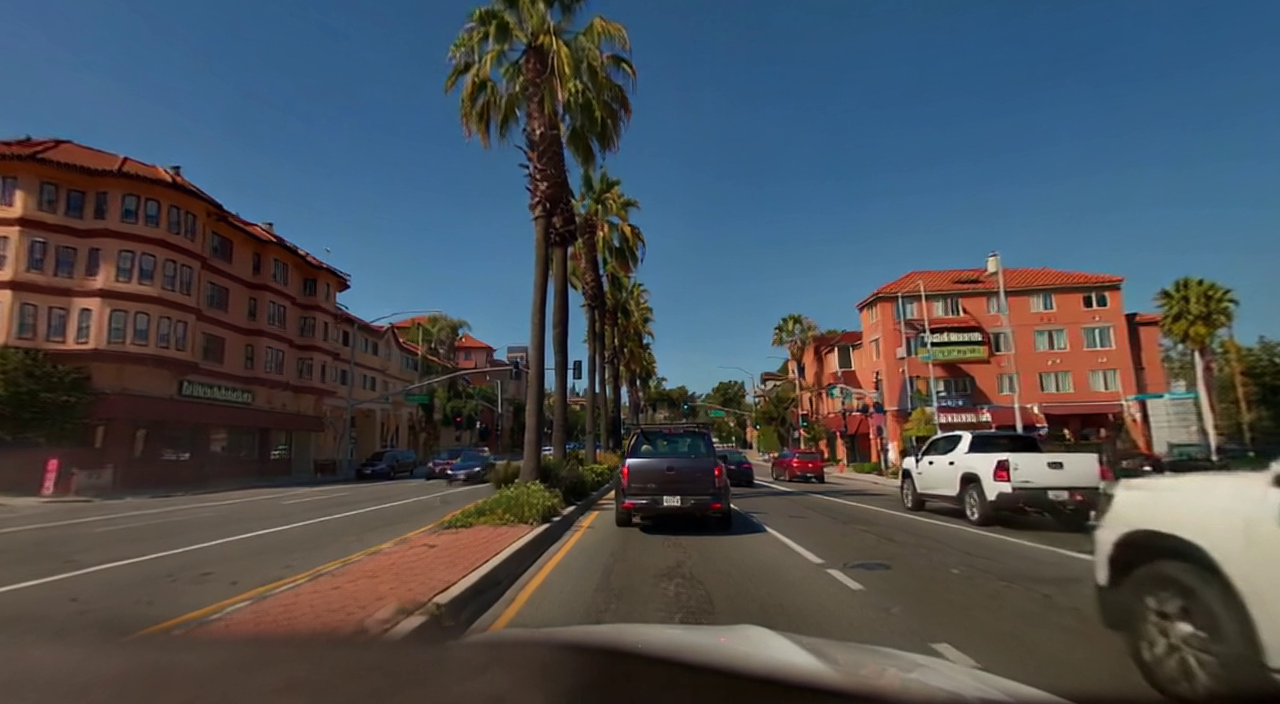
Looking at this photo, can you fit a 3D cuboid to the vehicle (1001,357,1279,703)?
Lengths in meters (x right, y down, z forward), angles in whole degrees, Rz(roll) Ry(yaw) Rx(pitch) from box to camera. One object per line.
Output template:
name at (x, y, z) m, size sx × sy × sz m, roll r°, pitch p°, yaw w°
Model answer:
vehicle at (4.022, 0.847, 2.509) m, size 2.283 × 1.738 × 4.916 m, roll 0°, pitch -9°, yaw 1°

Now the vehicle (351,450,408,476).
vehicle at (-18.203, 7.775, 44.312) m, size 1.972 × 1.694 × 4.466 m, roll 0°, pitch -9°, yaw 1°

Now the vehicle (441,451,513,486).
vehicle at (-7.806, 5.606, 30.723) m, size 2.061 × 1.496 × 4.600 m, roll -1°, pitch -9°, yaw 3°

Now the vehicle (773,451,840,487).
vehicle at (7.686, 5.429, 29.638) m, size 1.958 × 1.523 × 4.553 m, roll 0°, pitch -9°, yaw 1°

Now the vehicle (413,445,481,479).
vehicle at (-11.154, 6.359, 36.850) m, size 2.272 × 1.837 × 4.892 m, roll -1°, pitch -9°, yaw 2°

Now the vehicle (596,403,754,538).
vehicle at (0.602, 2.285, 12.762) m, size 2.487 × 2.115 × 5.444 m, roll 0°, pitch -9°, yaw 1°
